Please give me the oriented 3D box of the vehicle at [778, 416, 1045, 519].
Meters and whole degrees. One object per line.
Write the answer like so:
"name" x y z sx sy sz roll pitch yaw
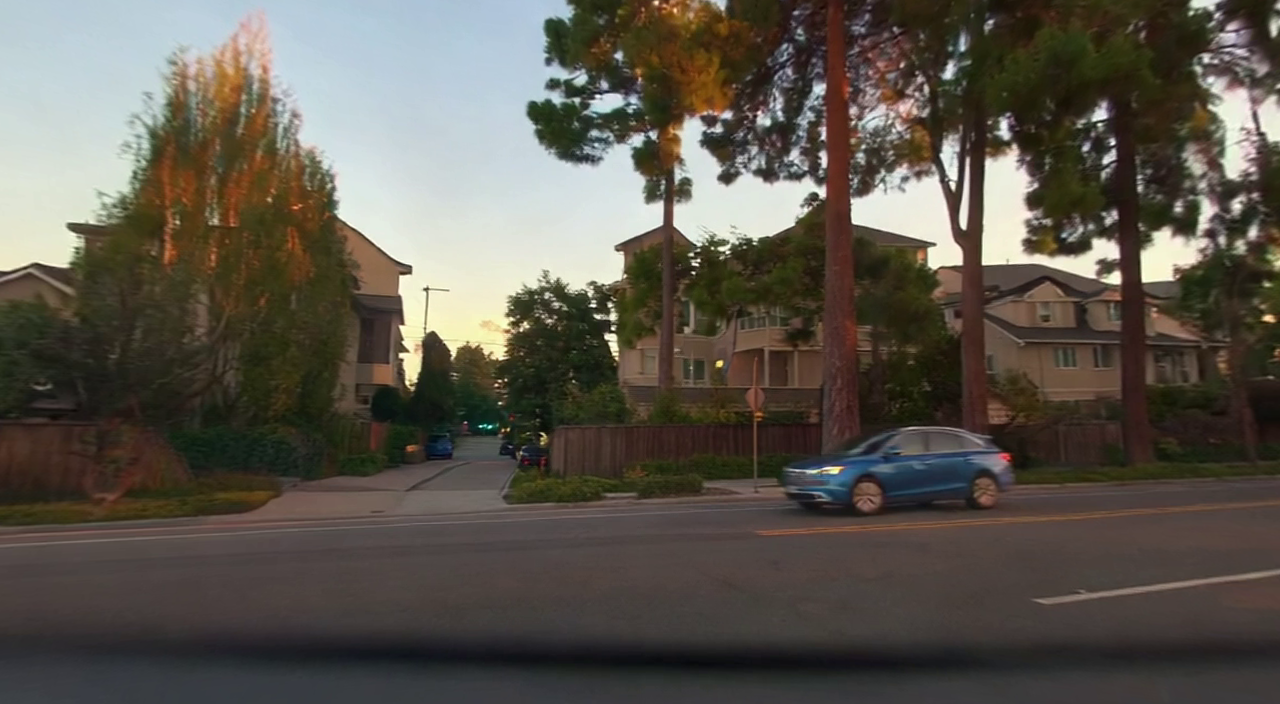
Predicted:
"vehicle" 5.213 2.184 12.290 4.462 1.706 2.046 3 -9 -18
